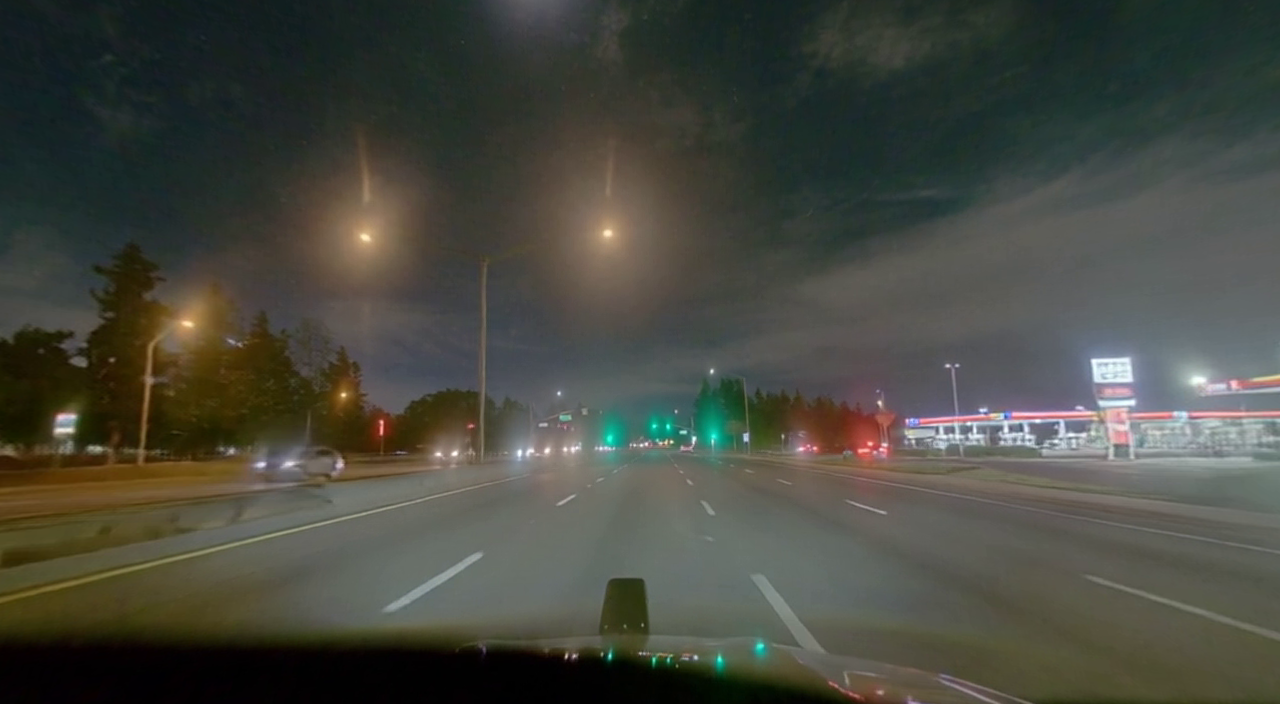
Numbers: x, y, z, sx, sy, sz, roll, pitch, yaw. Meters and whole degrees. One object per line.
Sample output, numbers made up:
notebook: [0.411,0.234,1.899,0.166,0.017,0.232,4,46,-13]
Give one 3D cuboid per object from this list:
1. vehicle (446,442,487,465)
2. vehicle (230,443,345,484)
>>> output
vehicle: [-12.379,7.252,45.185,1.722,1.510,3.779,0,-8,3]
vehicle: [-13.965,4.400,25.333,1.807,1.477,4.491,-1,-8,3]
